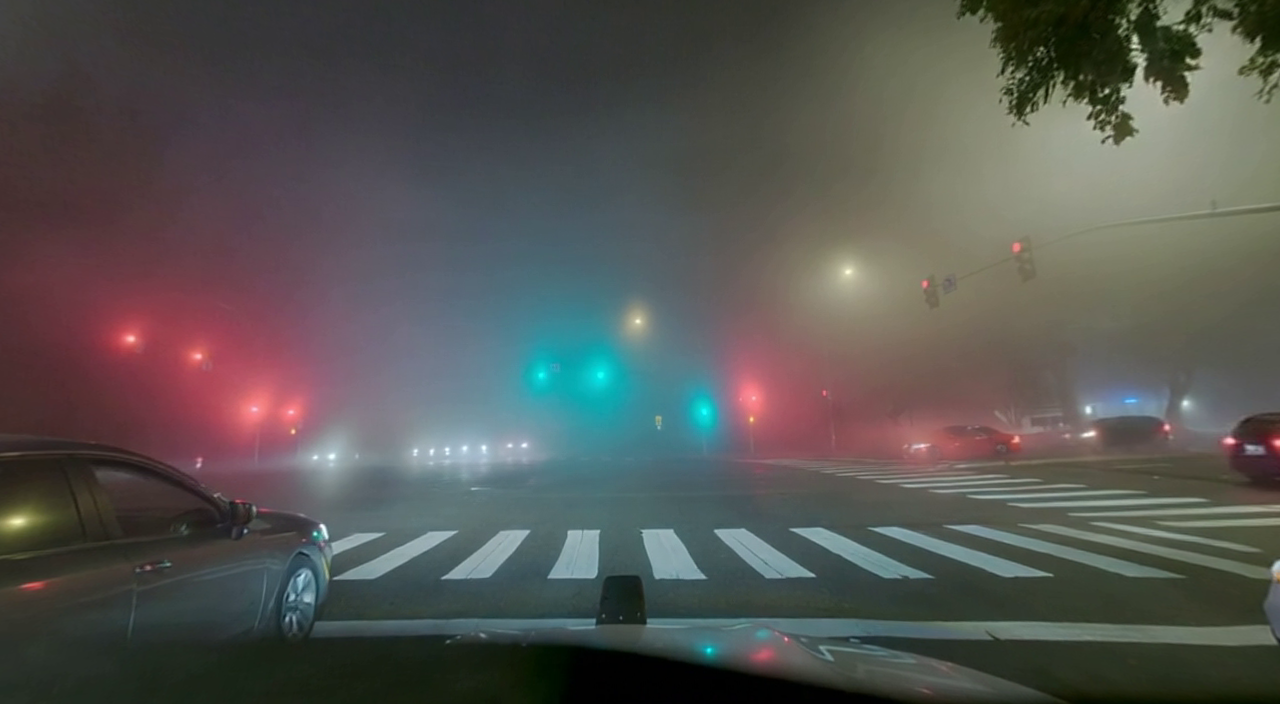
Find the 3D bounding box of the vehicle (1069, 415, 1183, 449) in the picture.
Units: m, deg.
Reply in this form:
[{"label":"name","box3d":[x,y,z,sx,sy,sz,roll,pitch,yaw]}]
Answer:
[{"label":"vehicle","box3d":[26.993,4.488,35.171,4.611,1.797,2.096,0,-8,-2]}]

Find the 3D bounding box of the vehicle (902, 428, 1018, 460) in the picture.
[{"label":"vehicle","box3d":[15.933,4.611,31.629,4.660,1.495,2.007,0,-8,-2]}]

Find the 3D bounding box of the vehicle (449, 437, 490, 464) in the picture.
[{"label":"vehicle","box3d":[-12.798,7.409,47.622,2.051,1.715,4.346,-2,-6,-2]}]

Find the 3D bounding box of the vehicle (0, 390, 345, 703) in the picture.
[{"label":"vehicle","box3d":[-3.063,0.886,2.156,1.919,1.478,4.720,0,-8,-1]}]

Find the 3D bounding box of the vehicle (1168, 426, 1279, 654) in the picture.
[{"label":"vehicle","box3d":[4.938,0.988,2.562,1.949,1.449,4.530,-1,-8,5]}]
